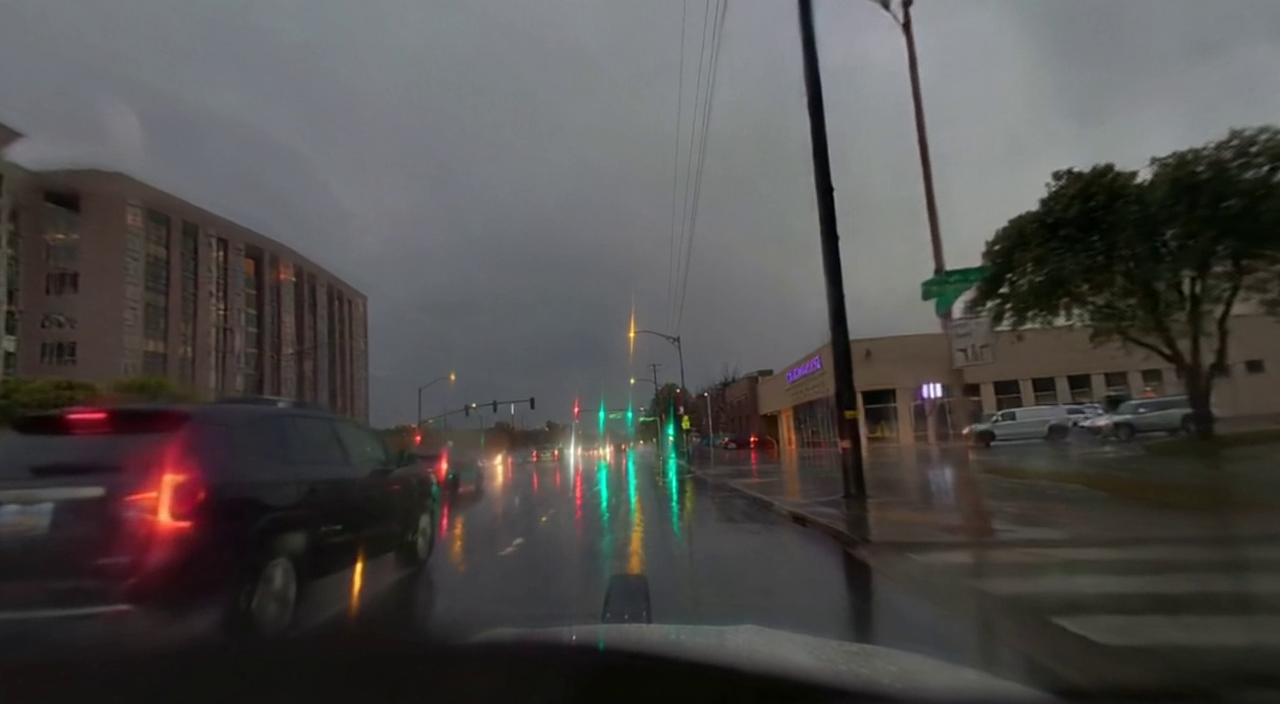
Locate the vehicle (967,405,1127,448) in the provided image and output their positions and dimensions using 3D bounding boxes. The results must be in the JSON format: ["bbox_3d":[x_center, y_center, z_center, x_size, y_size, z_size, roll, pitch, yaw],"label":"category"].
[{"bbox_3d":[15.135,2.825,23.656,4.573,1.532,1.983,0,-8,0],"label":"vehicle"}]

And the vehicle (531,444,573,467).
[{"bbox_3d":[-5.945,7.025,43.107,2.030,1.488,4.650,-1,-8,2],"label":"vehicle"}]

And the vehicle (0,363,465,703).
[{"bbox_3d":[-3.427,1.283,5.601,2.277,1.743,4.893,0,-8,1],"label":"vehicle"}]

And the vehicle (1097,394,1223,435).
[{"bbox_3d":[24.784,3.079,30.324,1.903,1.700,4.934,-1,-8,1],"label":"vehicle"}]
